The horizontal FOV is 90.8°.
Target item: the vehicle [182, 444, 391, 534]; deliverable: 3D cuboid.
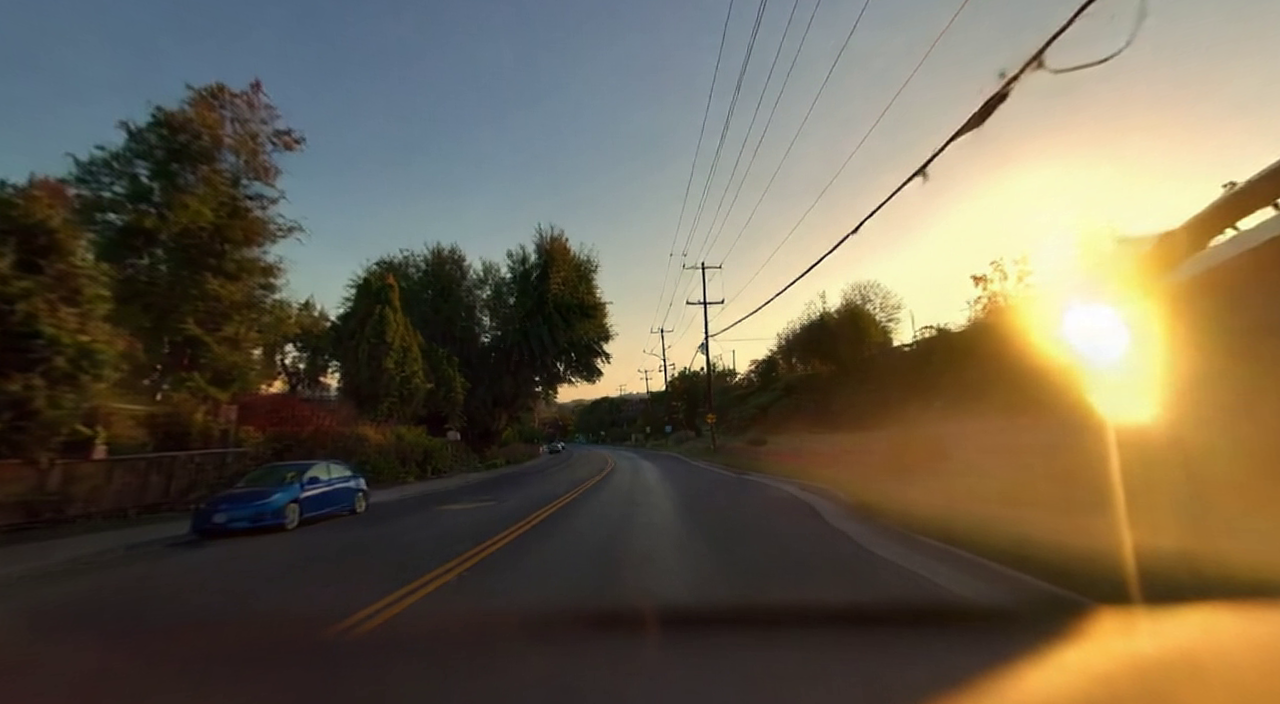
[{"bbox_3d":[-7.763,2.988,14.540,2.114,1.693,4.468,-1,-8,2],"label":"vehicle"}]
